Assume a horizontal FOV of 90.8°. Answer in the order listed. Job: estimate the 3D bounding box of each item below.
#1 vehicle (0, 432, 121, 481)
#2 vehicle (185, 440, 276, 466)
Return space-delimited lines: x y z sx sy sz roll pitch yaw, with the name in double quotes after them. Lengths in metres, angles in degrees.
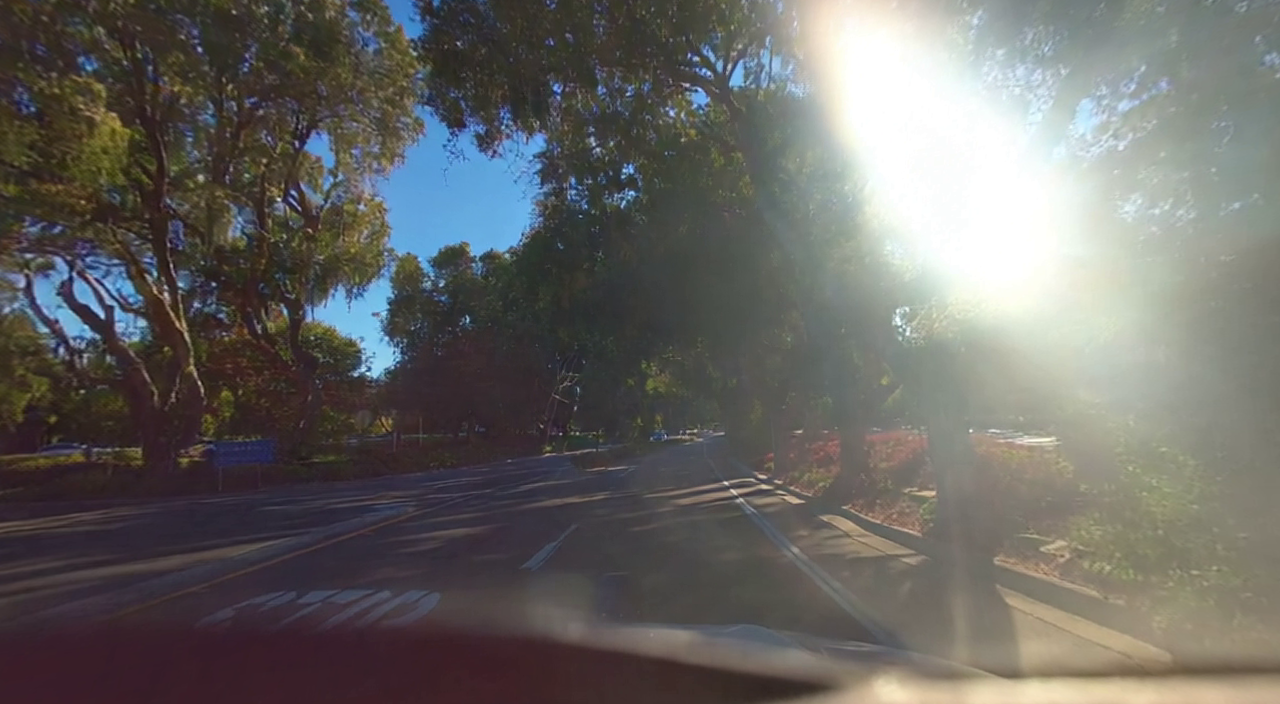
-28.331 5.064 30.688 4.733 1.892 1.939 -4 -4 2 "vehicle"
-24.365 6.053 37.671 4.007 1.459 1.952 -1 -10 0 "vehicle"
